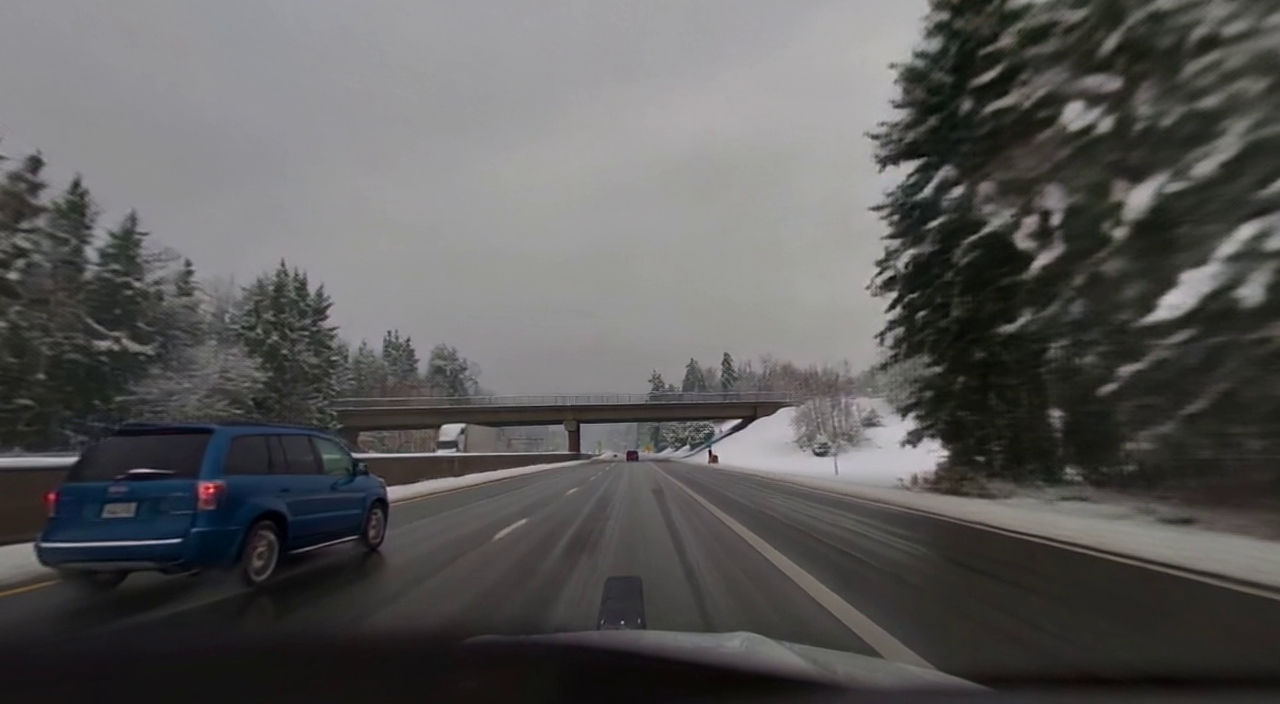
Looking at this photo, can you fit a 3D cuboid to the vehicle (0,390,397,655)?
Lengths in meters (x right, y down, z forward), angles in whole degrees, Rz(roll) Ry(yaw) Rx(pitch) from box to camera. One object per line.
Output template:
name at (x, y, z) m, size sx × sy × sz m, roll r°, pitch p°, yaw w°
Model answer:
vehicle at (-4.612, 1.489, 6.614) m, size 2.221 × 1.750 × 4.706 m, roll 0°, pitch -9°, yaw 0°
